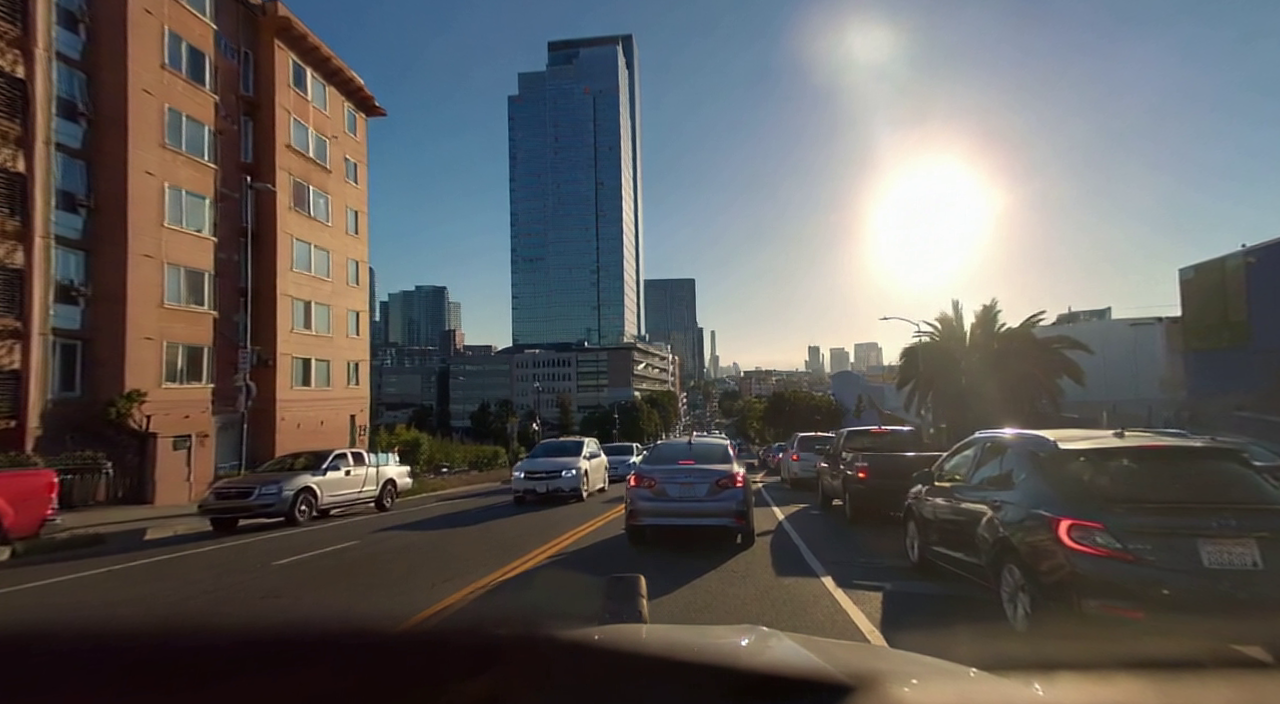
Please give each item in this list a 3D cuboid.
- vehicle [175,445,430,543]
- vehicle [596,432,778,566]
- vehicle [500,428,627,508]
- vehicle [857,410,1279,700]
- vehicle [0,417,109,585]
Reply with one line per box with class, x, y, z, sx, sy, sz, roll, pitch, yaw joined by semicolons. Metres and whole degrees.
vehicle;-6.142;2.570;12.225;1.928;1.503;4.322;-2;-9;12
vehicle;0.743;1.913;8.977;2.031;1.461;3.763;-1;-8;7
vehicle;-1.783;2.933;16.468;2.102;1.771;4.599;-1;-8;9
vehicle;3.350;1.376;5.477;1.982;1.510;4.144;-1;-8;8
vehicle;-8.007;1.472;5.777;1.934;1.770;4.546;-3;-9;8
